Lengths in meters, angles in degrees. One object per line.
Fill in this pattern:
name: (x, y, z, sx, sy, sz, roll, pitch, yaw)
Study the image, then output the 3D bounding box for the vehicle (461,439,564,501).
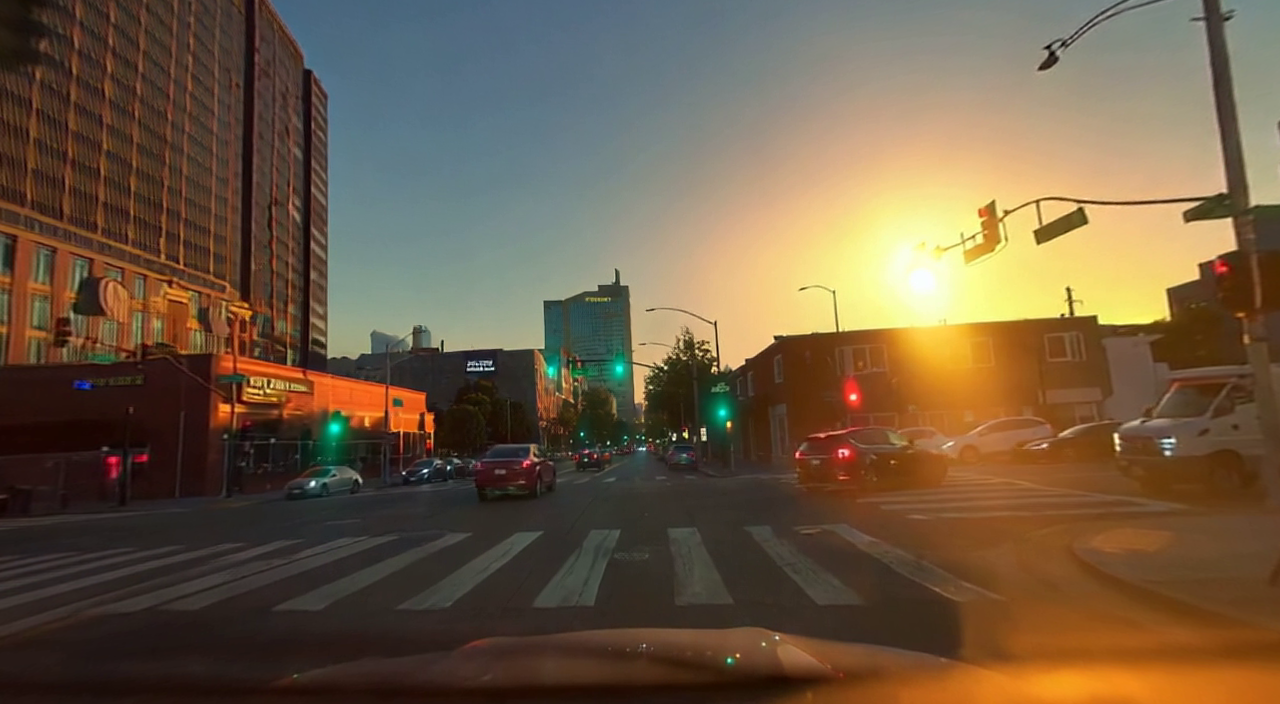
vehicle: (-3.376, 3.192, 17.420, 1.973, 1.496, 3.713, 0, -8, 2)

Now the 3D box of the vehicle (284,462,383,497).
vehicle: (-15.257, 6.352, 31.687, 1.999, 1.466, 4.535, -2, -9, 14)

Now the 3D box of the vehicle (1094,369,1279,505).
vehicle: (11.957, 1.537, 11.465, 5.523, 2.219, 2.251, 0, -8, 1)

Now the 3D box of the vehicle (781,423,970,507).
vehicle: (5.206, 2.353, 13.599, 2.153, 1.480, 4.540, -8, -11, 43)

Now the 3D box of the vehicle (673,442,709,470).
vehicle: (3.336, 6.925, 42.121, 1.924, 1.765, 3.954, 0, -8, -2)

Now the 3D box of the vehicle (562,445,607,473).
vehicle: (-3.037, 5.958, 35.371, 1.916, 1.487, 4.535, 0, -8, 2)

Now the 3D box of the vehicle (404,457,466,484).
vehicle: (-12.349, 7.154, 38.312, 1.934, 1.434, 4.636, -1, -8, 4)

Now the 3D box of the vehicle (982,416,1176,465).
vehicle: (13.997, 2.859, 20.335, 4.801, 1.497, 1.895, 0, -8, 0)
